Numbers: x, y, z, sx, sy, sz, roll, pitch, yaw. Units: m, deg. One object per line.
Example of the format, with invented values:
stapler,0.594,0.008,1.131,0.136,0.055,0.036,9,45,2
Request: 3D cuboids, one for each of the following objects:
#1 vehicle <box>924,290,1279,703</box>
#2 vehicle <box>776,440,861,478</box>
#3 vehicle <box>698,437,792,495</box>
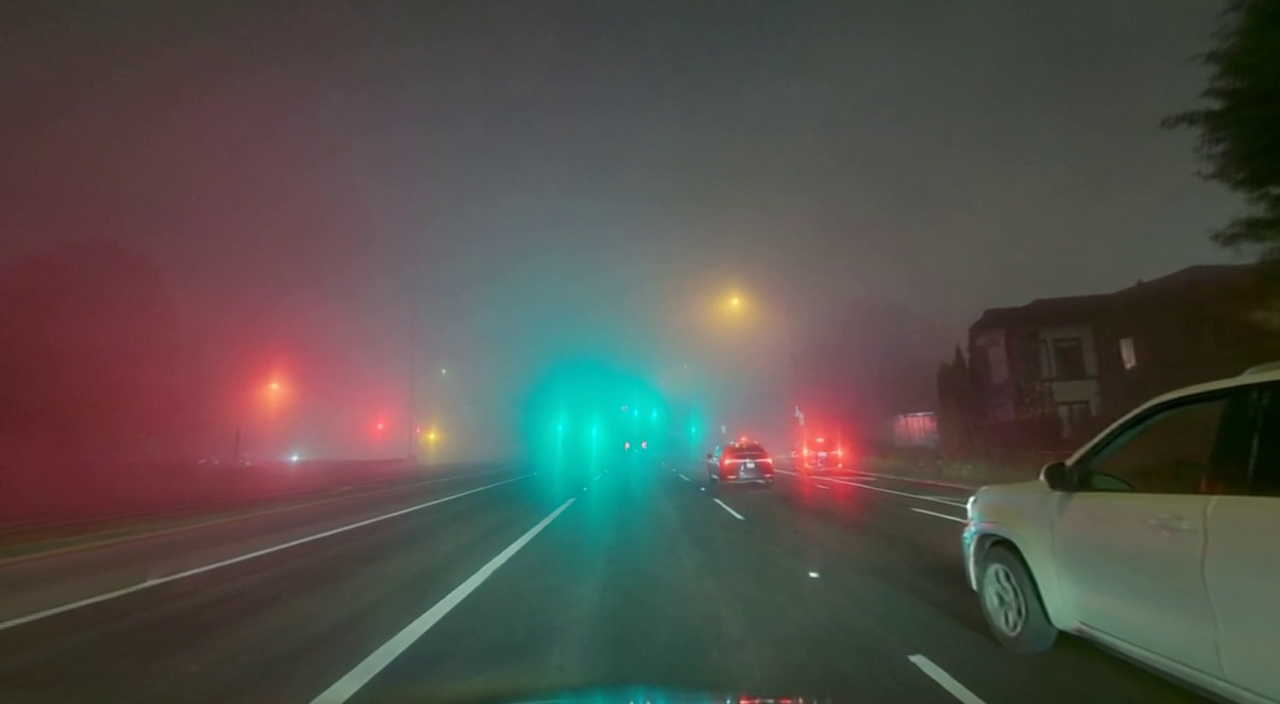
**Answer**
vehicle,3.081,0.703,2.050,2.129,1.761,4.610,0,-9,0
vehicle,7.214,4.377,25.972,2.010,1.421,4.586,0,-9,-2
vehicle,2.884,3.239,18.223,1.889,1.451,4.180,0,-9,-1
